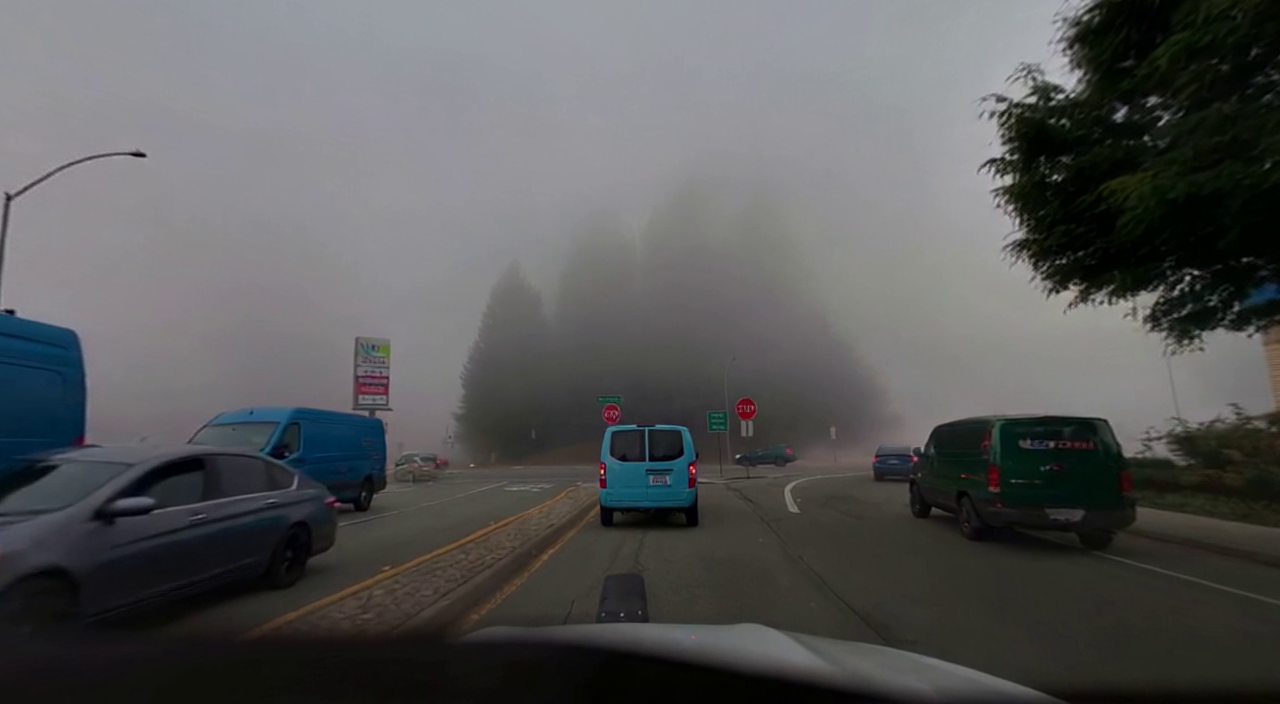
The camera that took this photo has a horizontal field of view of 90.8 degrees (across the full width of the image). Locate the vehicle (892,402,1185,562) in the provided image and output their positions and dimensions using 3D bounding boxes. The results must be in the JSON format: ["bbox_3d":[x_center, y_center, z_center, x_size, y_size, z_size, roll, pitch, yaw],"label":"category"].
[{"bbox_3d":[6.019,2.017,10.541,2.204,1.973,4.946,-1,-9,8],"label":"vehicle"}]

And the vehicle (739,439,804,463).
[{"bbox_3d":[9.853,7.404,47.140,4.651,1.710,1.985,6,-11,-33],"label":"vehicle"}]

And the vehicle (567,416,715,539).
[{"bbox_3d":[0.240,2.241,11.849,2.237,1.828,4.546,-1,-9,6],"label":"vehicle"}]

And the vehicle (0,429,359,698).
[{"bbox_3d":[-4.371,1.425,5.150,1.869,1.465,4.503,0,-9,3],"label":"vehicle"}]
